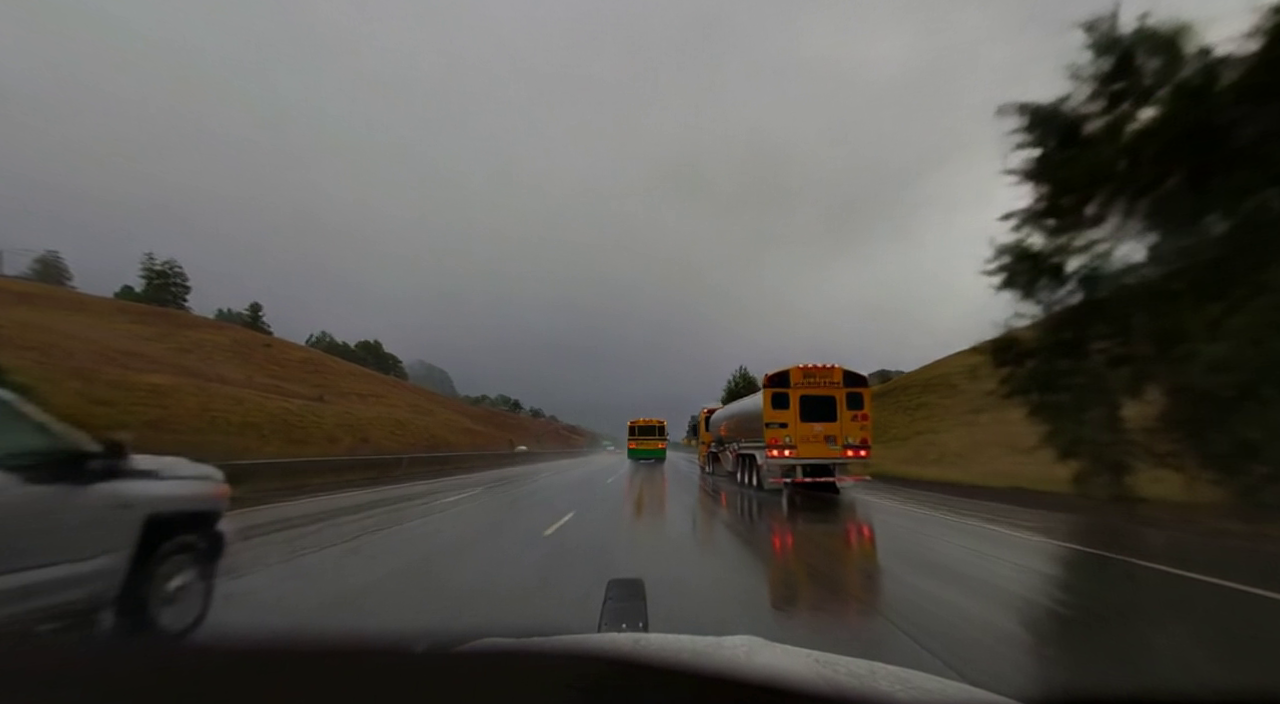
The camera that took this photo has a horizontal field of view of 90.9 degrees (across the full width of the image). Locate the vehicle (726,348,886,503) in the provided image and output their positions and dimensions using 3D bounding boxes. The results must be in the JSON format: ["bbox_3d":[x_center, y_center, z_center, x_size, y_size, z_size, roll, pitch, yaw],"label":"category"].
[{"bbox_3d":[4.450,2.252,18.677,2.716,3.705,7.018,0,-8,0],"label":"vehicle"}]

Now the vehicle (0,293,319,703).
[{"bbox_3d":[-3.688,0.650,1.910,2.241,1.927,5.833,0,-8,1],"label":"vehicle"}]

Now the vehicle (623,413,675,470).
[{"bbox_3d":[0.552,5.932,41.721,2.948,3.265,10.569,0,-8,0],"label":"vehicle"}]
